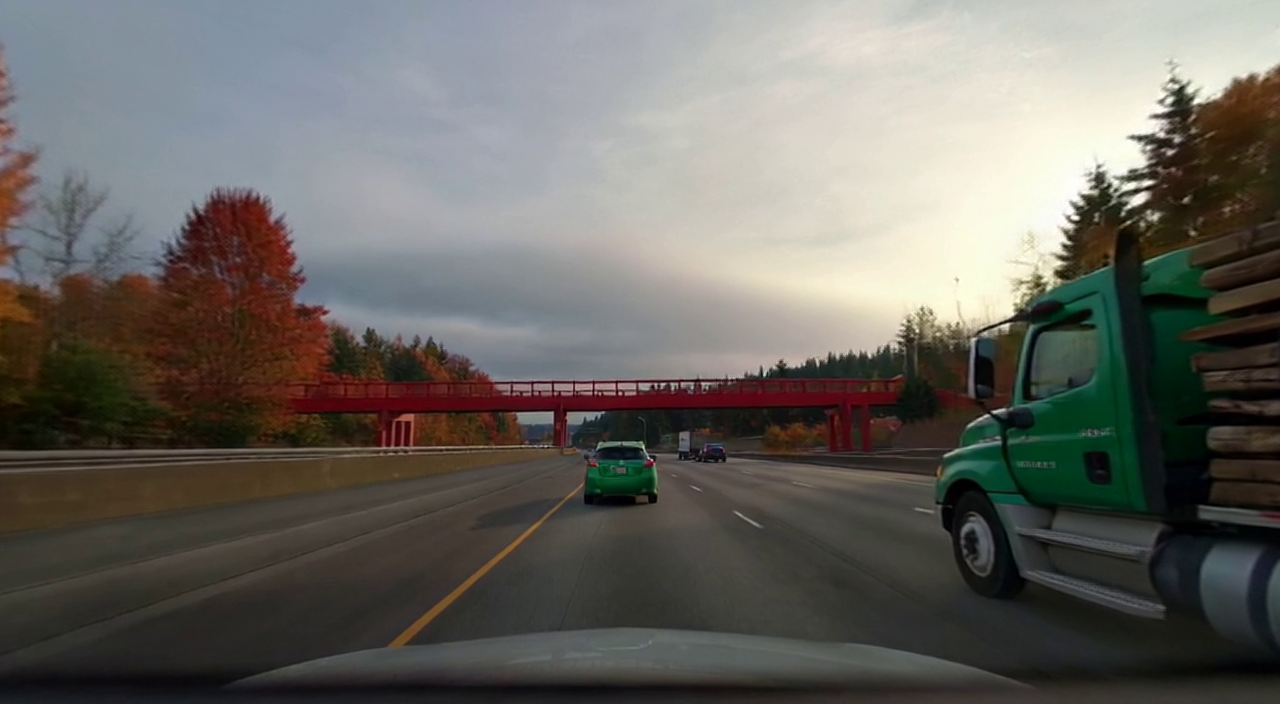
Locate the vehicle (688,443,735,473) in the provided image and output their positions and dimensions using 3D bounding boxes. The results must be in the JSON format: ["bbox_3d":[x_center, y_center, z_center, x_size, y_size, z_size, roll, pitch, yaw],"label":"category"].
[{"bbox_3d":[3.706,5.541,32.980,1.894,1.487,3.751,0,-9,-2],"label":"vehicle"}]

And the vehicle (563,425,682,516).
[{"bbox_3d":[-0.342,2.575,14.034,2.259,1.699,4.015,0,-9,0],"label":"vehicle"}]

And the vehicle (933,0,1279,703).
[{"bbox_3d":[4.235,-0.410,1.087,2.992,3.920,8.831,0,-9,-1],"label":"vehicle"}]
